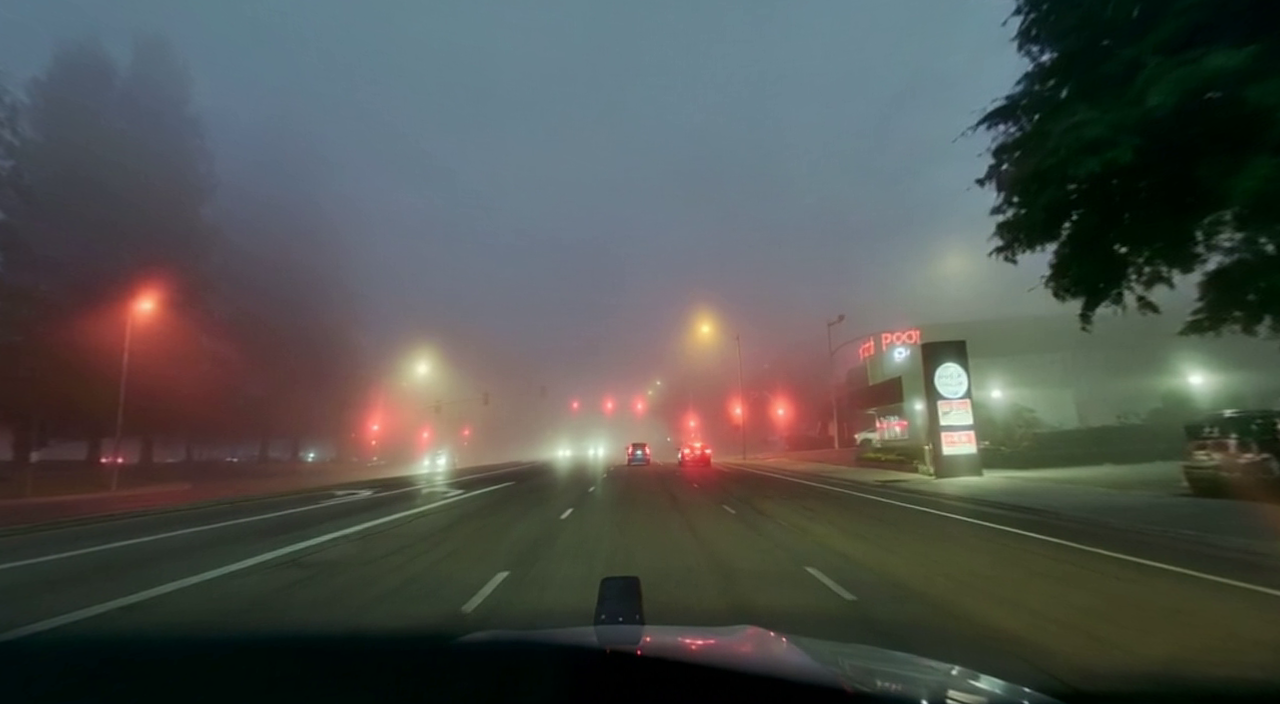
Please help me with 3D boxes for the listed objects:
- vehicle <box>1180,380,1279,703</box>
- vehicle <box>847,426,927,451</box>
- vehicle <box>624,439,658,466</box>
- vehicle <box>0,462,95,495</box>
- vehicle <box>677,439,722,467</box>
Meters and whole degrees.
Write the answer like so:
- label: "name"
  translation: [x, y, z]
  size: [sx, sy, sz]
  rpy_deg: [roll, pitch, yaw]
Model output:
- label: "vehicle"
  translation: [3.842, 0.638, 0.985]
  size: [1.889, 1.572, 4.605]
  rpy_deg: [0, -9, 0]
- label: "vehicle"
  translation: [15.815, 5.585, 40.669]
  size: [4.344, 1.512, 1.936]
  rpy_deg: [-1, -9, 5]
- label: "vehicle"
  translation: [0.006, 6.645, 41.789]
  size: [2.146, 1.685, 4.003]
  rpy_deg: [0, -9, -2]
- label: "vehicle"
  translation: [-34.079, 7.083, 35.586]
  size: [4.712, 1.658, 1.981]
  rpy_deg: [5, -10, -30]
- label: "vehicle"
  translation: [3.684, 6.370, 39.992]
  size: [2.198, 1.660, 4.512]
  rpy_deg: [0, -9, -2]
